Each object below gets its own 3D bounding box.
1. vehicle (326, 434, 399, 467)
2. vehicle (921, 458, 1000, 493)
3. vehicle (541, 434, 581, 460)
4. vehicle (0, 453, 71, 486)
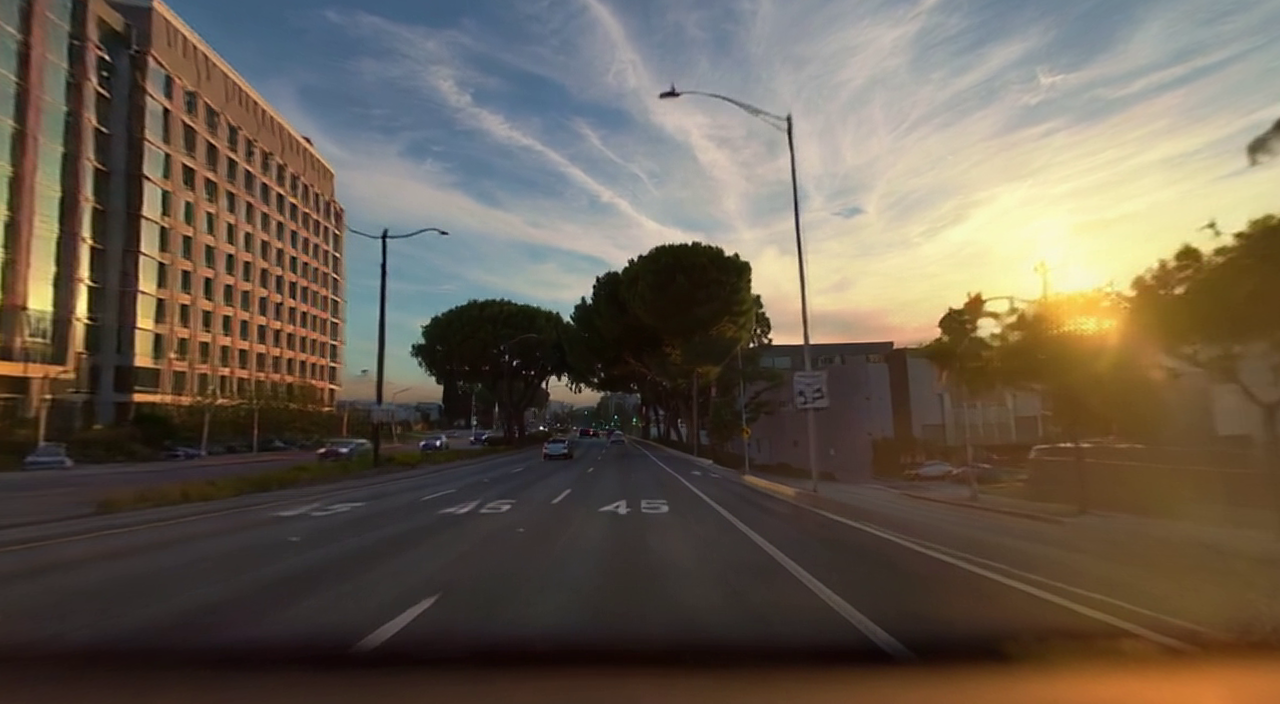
[{"bbox_3d":[-15.612,5.545,35.830,1.972,1.715,4.521,0,-8,1],"label":"vehicle"},{"bbox_3d":[23.466,9.067,46.386,4.619,1.807,2.224,6,-16,4],"label":"vehicle"},{"bbox_3d":[-4.811,5.872,39.041,2.025,1.474,4.292,1,-8,-1],"label":"vehicle"},{"bbox_3d":[-32.832,6.209,33.553,1.724,1.409,3.666,0,-6,3],"label":"vehicle"}]
